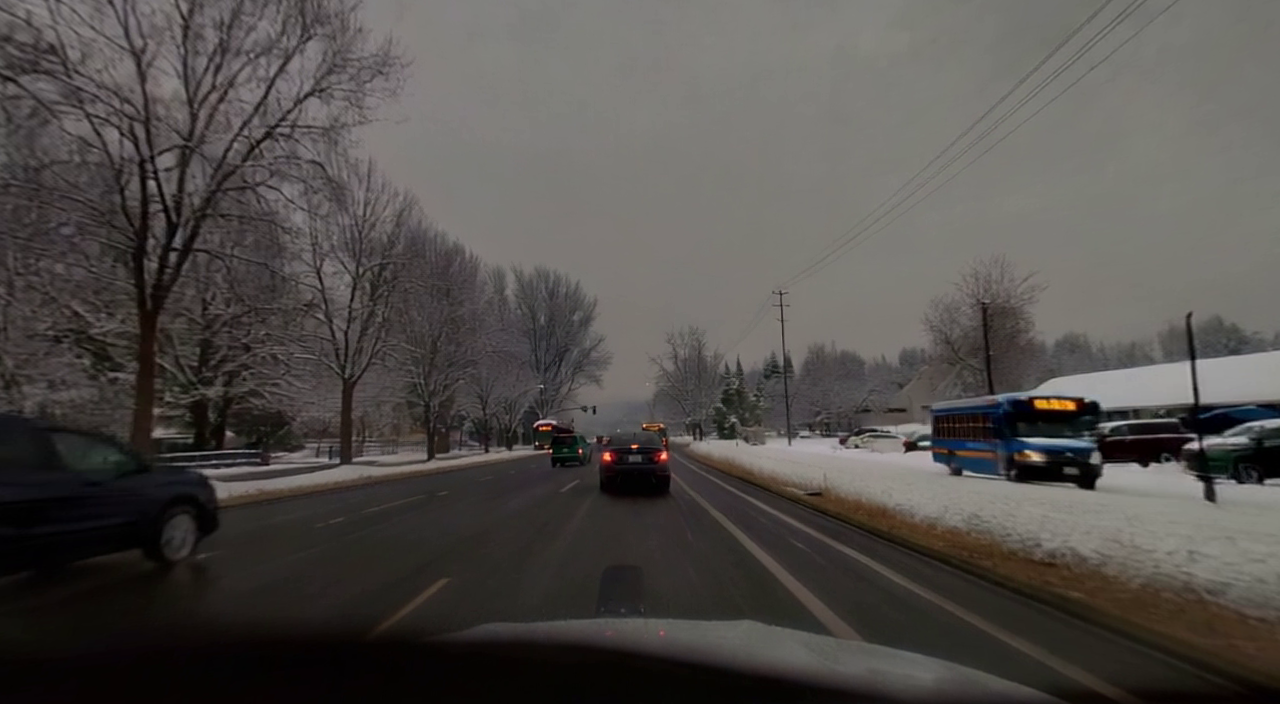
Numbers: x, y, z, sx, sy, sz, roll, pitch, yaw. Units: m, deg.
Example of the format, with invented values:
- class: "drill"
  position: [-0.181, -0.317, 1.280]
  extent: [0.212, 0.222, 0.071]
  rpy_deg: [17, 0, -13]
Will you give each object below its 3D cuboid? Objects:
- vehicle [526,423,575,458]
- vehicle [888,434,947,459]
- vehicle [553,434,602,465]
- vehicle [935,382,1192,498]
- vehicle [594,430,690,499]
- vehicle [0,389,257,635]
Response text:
- class: "vehicle"
  position: [-6.960, 7.046, 49.919]
  extent: [2.485, 2.556, 6.363]
  rpy_deg: [-1, -9, 4]
- class: "vehicle"
  position: [17.863, 6.124, 40.830]
  extent: [1.694, 1.451, 4.505]
  rpy_deg: [0, -9, 0]
- class: "vehicle"
  position: [-3.462, 5.509, 35.770]
  extent: [2.148, 1.636, 4.199]
  rpy_deg: [-1, -9, 2]
- class: "vehicle"
  position: [11.378, 2.510, 17.908]
  extent: [2.754, 2.711, 6.196]
  rpy_deg: [0, -9, -2]
- class: "vehicle"
  position: [-0.004, 2.804, 16.035]
  extent: [2.123, 1.498, 4.226]
  rpy_deg: [0, -9, -1]
- class: "vehicle"
  position: [-5.637, 1.283, 5.391]
  extent: [2.016, 1.748, 4.525]
  rpy_deg: [0, -9, -3]
